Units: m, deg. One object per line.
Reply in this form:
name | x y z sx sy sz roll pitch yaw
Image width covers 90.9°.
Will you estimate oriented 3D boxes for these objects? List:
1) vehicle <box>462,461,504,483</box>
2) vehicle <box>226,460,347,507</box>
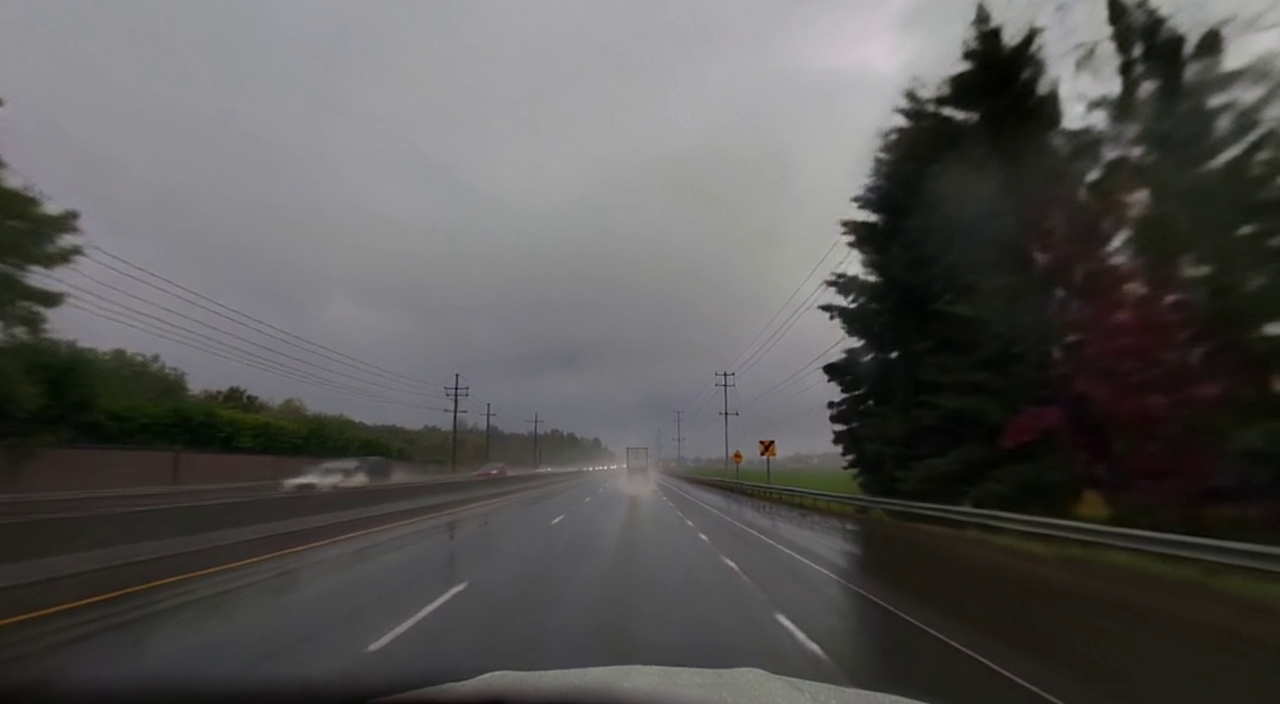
vehicle | -12.020 9.219 48.505 1.887 1.528 4.789 1 -10 1
vehicle | -11.980 4.471 21.667 1.877 1.429 3.879 1 -10 0
